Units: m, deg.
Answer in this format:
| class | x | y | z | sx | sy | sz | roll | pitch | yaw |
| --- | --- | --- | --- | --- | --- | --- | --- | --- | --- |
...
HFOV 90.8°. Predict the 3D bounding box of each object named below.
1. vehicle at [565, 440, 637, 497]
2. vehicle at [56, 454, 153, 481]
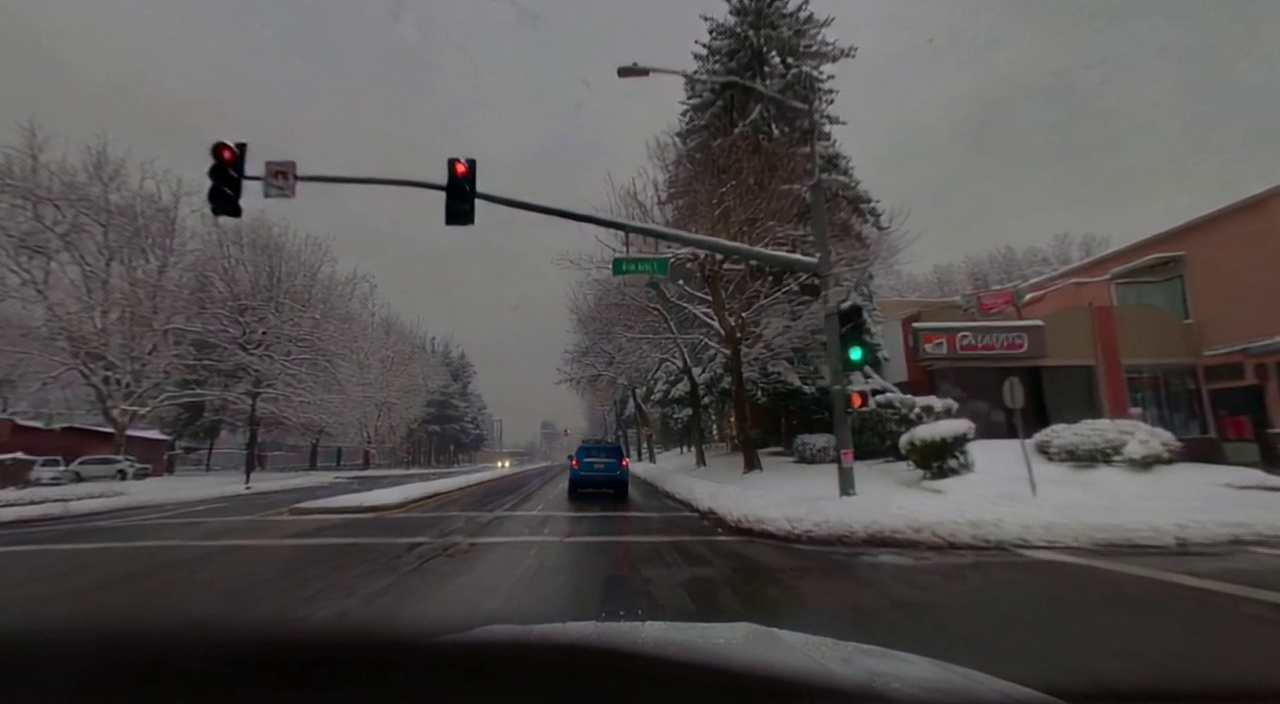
| class | x | y | z | sx | sy | sz | roll | pitch | yaw |
| --- | --- | --- | --- | --- | --- | --- | --- | --- | --- |
| vehicle | -1.305 | 3.943 | 21.602 | 2.227 | 1.733 | 3.930 | 1 | -9 | -3 |
| vehicle | -35.284 | 7.604 | 41.727 | 4.369 | 1.669 | 2.018 | 1 | -9 | -5 |
